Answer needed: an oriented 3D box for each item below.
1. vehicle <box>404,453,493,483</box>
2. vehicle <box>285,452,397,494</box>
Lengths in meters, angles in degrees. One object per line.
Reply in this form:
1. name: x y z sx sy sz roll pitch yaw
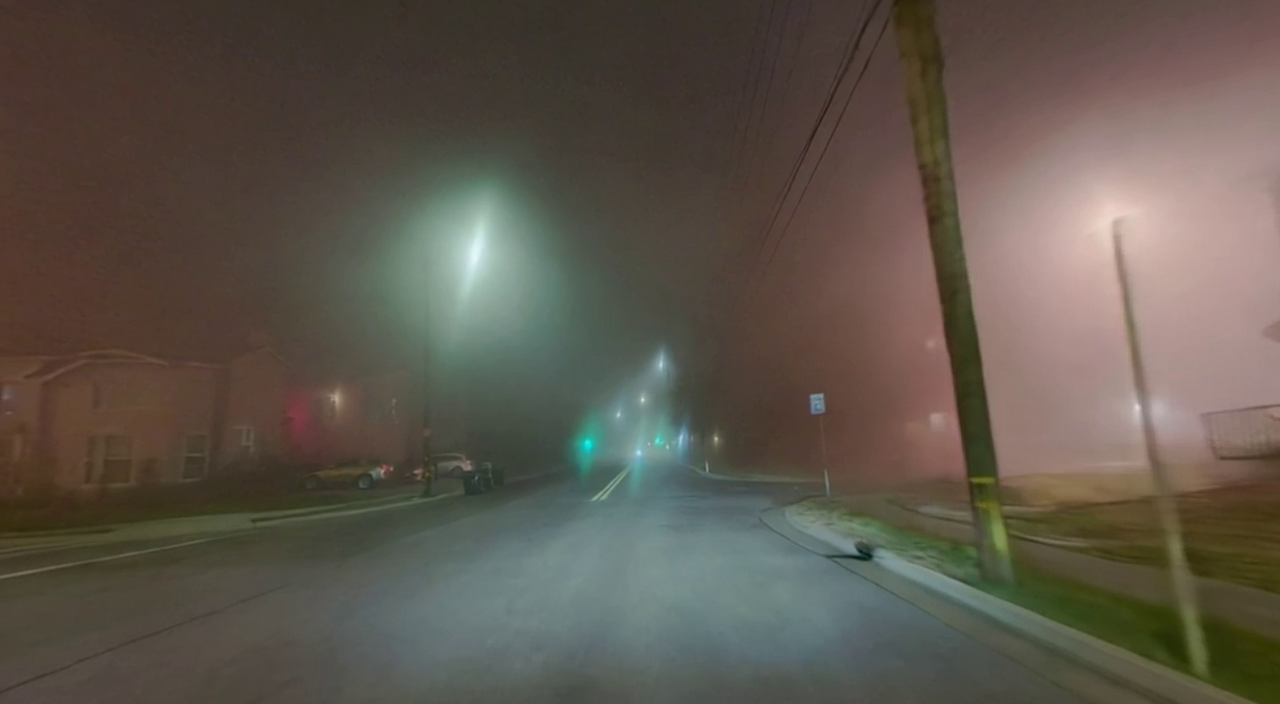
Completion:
1. vehicle: -10.194 6.141 33.579 4.293 1.484 1.981 3 -10 -23
2. vehicle: -15.593 6.321 32.955 4.903 1.566 2.215 -7 -8 9
